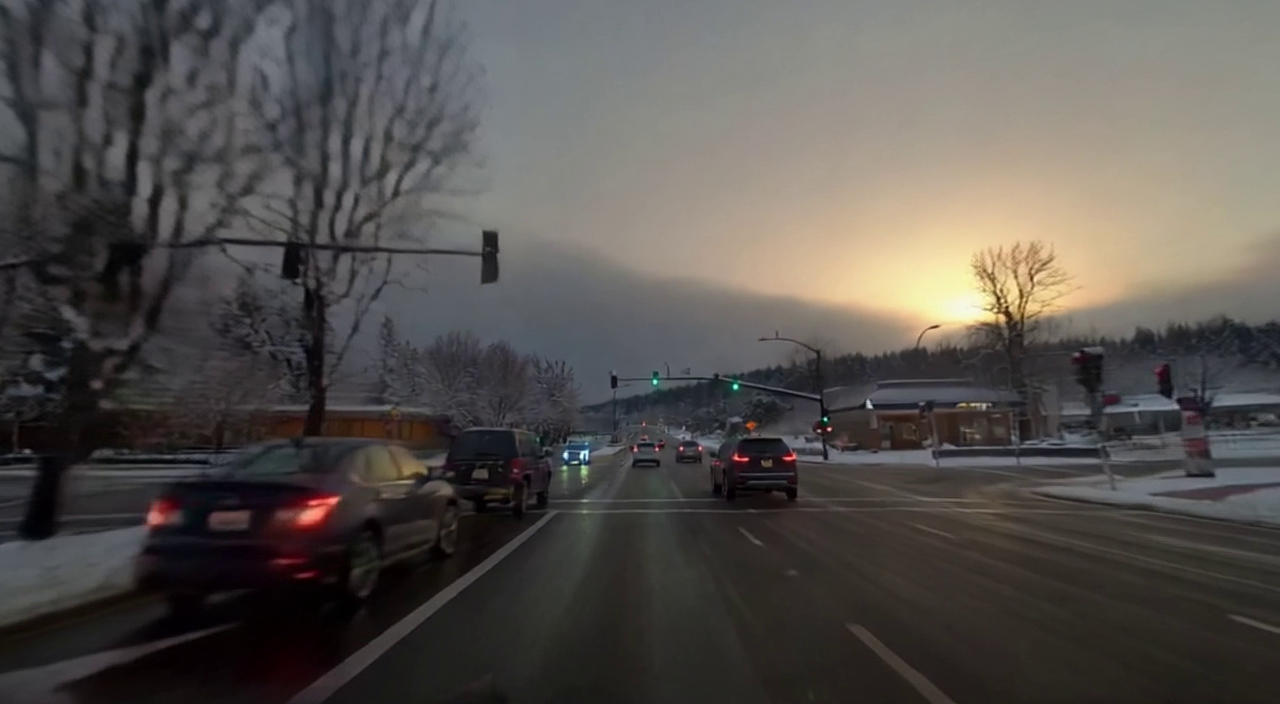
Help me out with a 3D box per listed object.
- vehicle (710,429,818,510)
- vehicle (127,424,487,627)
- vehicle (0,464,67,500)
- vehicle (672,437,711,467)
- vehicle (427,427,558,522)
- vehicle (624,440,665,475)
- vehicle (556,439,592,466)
[{"bbox_3d":[2.958,2.884,15.909,1.872,1.752,3.896,0,-8,-1],"label":"vehicle"},{"bbox_3d":[-3.211,1.715,7.282,1.788,1.600,4.298,-1,-8,0],"label":"vehicle"},{"bbox_3d":[-31.653,6.526,31.665,3.811,1.628,1.920,-1,-8,1],"label":"vehicle"},{"bbox_3d":[3.475,6.876,43.533,2.154,1.975,4.634,0,-8,-1],"label":"vehicle"},{"bbox_3d":[-3.188,2.735,14.620,1.972,1.827,4.433,-1,-8,0],"label":"vehicle"},{"bbox_3d":[0.214,5.449,32.790,1.991,1.664,3.814,0,-8,0],"label":"vehicle"},{"bbox_3d":[-5.010,7.707,48.320,2.126,1.790,4.332,4,-8,2],"label":"vehicle"}]
